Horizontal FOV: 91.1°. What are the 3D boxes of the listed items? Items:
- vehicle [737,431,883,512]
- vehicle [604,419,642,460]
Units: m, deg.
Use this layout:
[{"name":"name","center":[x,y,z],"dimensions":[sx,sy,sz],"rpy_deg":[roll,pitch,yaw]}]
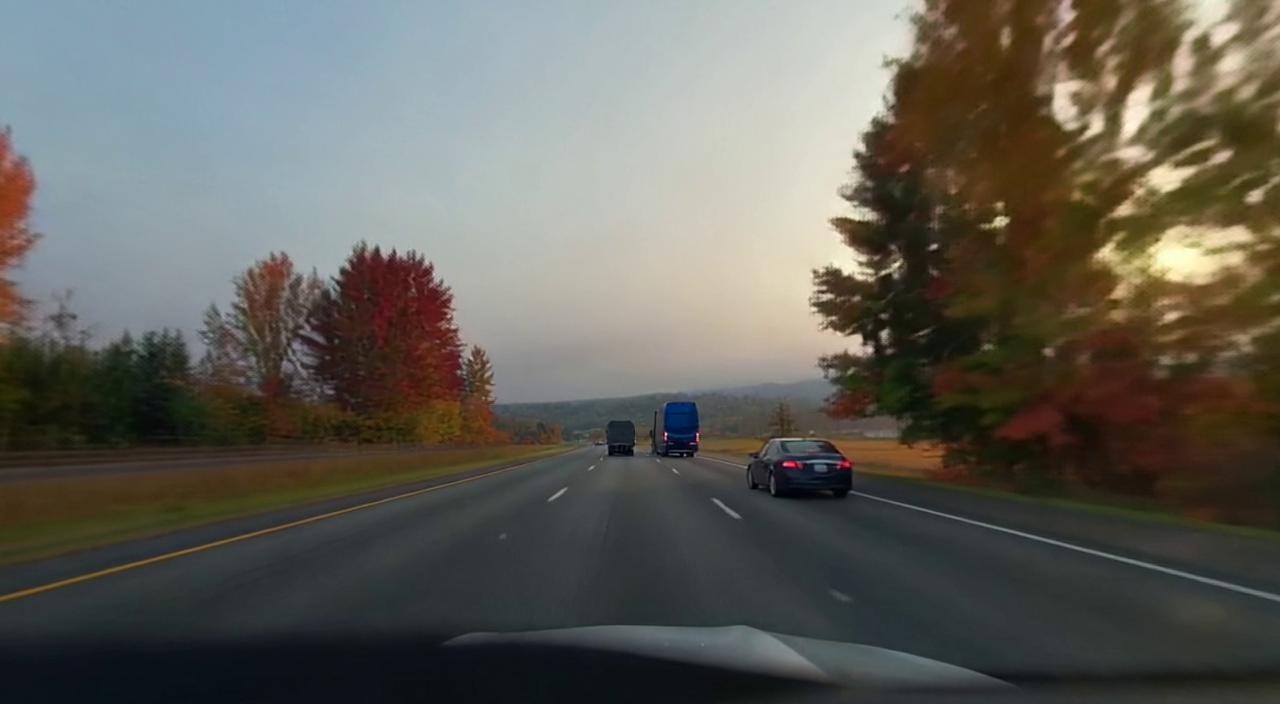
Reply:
[{"name":"vehicle","center":[3.533,2.546,14.030],"dimensions":[1.962,1.508,4.363],"rpy_deg":[0,-8,-1]},{"name":"vehicle","center":[-1.132,5.971,43.003],"dimensions":[2.389,2.637,5.437],"rpy_deg":[0,-8,-1]}]
